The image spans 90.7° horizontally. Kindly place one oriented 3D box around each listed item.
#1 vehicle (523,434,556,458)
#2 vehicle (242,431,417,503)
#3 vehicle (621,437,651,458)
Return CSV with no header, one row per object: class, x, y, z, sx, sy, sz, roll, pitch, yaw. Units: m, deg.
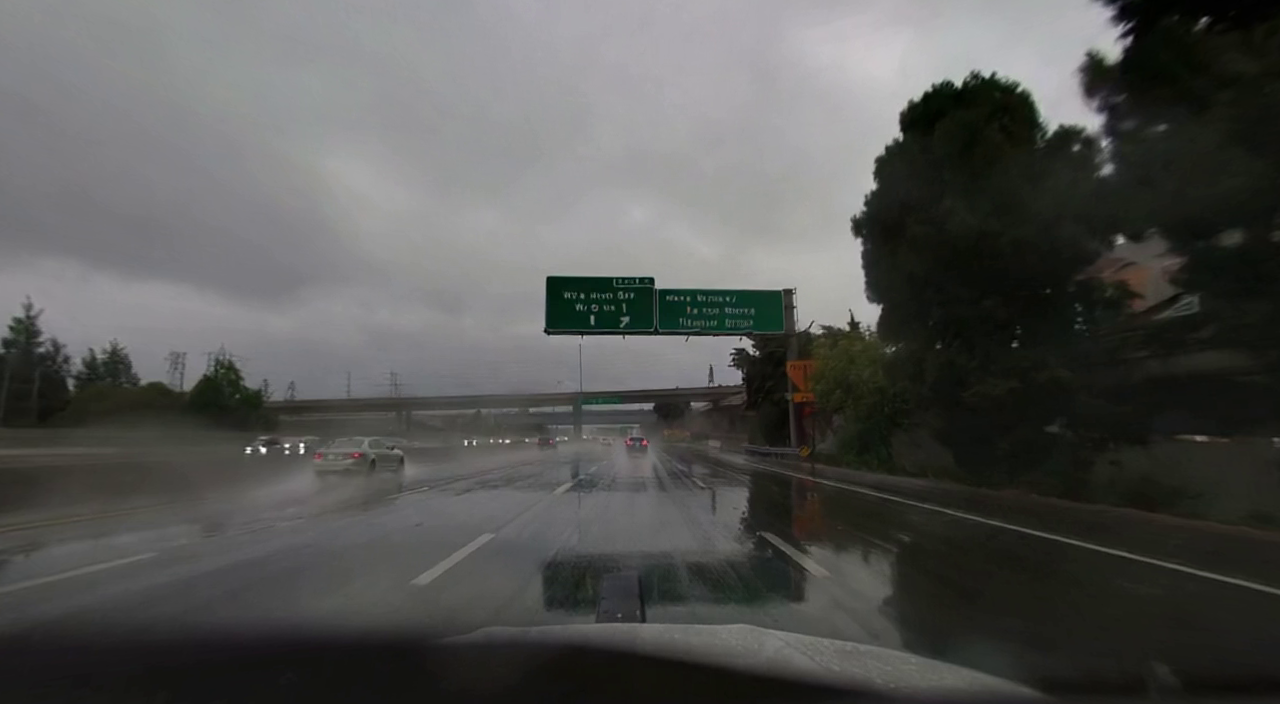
vehicle,-7.854,7.387,49.816,1.971,1.715,4.329,0,-8,0
vehicle,-7.388,2.768,15.701,1.994,1.487,4.605,0,-8,0
vehicle,-0.316,7.114,47.238,2.086,1.472,4.168,0,-8,-1
